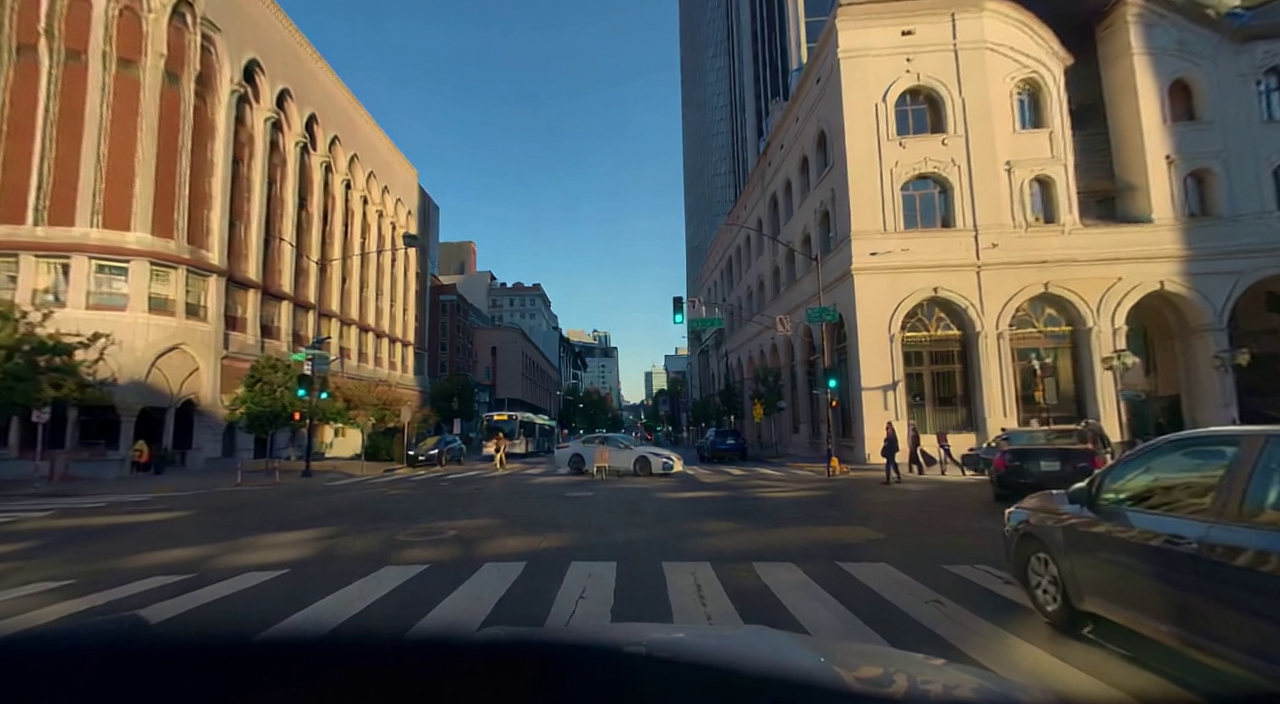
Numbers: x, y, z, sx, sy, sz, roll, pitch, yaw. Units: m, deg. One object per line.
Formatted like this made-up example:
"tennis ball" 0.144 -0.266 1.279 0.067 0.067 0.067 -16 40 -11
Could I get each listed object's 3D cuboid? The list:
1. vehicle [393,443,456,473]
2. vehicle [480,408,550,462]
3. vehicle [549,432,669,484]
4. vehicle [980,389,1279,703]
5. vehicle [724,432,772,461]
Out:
"vehicle" -11.952 5.883 35.272 1.998 1.505 4.405 0 -8 0
"vehicle" -8.728 6.058 45.411 2.916 3.427 10.189 0 -8 0
"vehicle" -1.246 3.488 21.387 2.050 1.465 5.388 2 -8 -27
"vehicle" 4.121 1.116 4.148 2.006 1.495 4.271 -2 -8 10
"vehicle" 6.230 5.502 36.824 1.926 1.574 3.961 0 -8 -2
